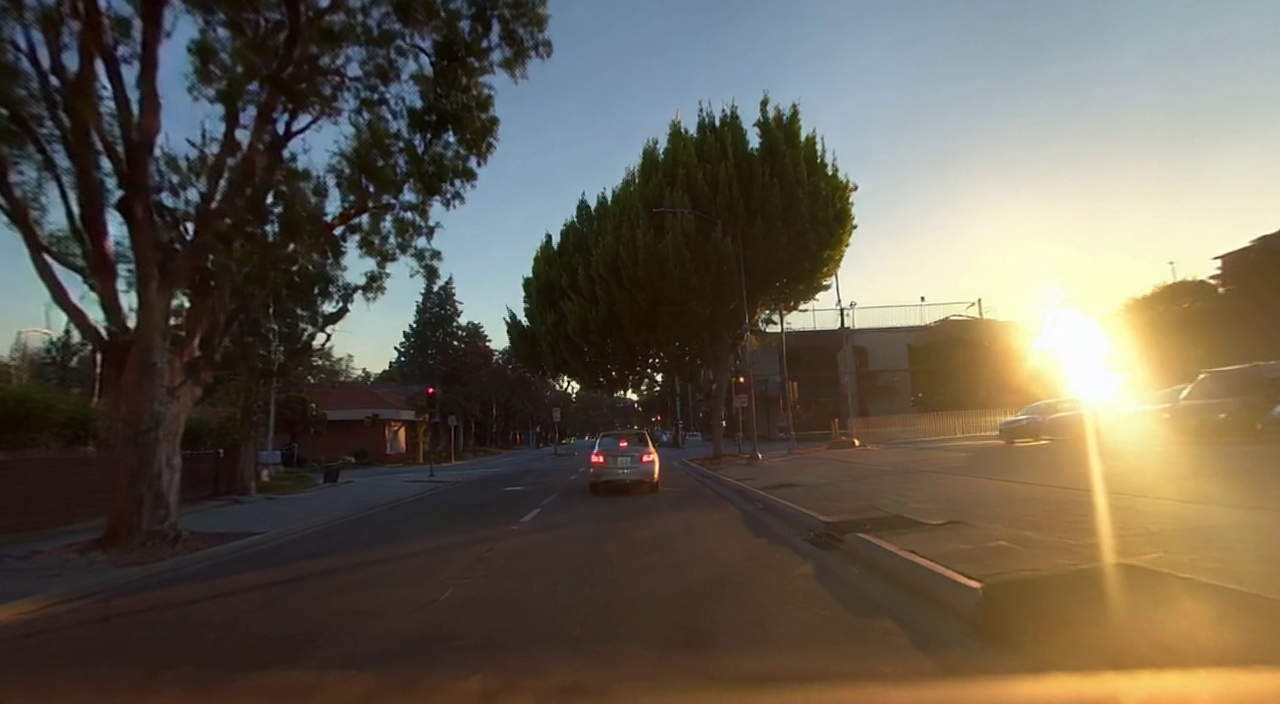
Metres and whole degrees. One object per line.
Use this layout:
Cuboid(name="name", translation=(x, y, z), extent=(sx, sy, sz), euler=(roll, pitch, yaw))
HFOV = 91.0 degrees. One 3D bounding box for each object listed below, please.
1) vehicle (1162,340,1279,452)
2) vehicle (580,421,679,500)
Cuboid(name="vehicle", translation=(12.613, 0.827, 11.343), extent=(4.350, 1.867, 2.091), euler=(-1, -8, 6))
Cuboid(name="vehicle", translation=(-0.215, 2.629, 15.611), extent=(2.142, 1.686, 3.816), euler=(-1, -8, 1))
